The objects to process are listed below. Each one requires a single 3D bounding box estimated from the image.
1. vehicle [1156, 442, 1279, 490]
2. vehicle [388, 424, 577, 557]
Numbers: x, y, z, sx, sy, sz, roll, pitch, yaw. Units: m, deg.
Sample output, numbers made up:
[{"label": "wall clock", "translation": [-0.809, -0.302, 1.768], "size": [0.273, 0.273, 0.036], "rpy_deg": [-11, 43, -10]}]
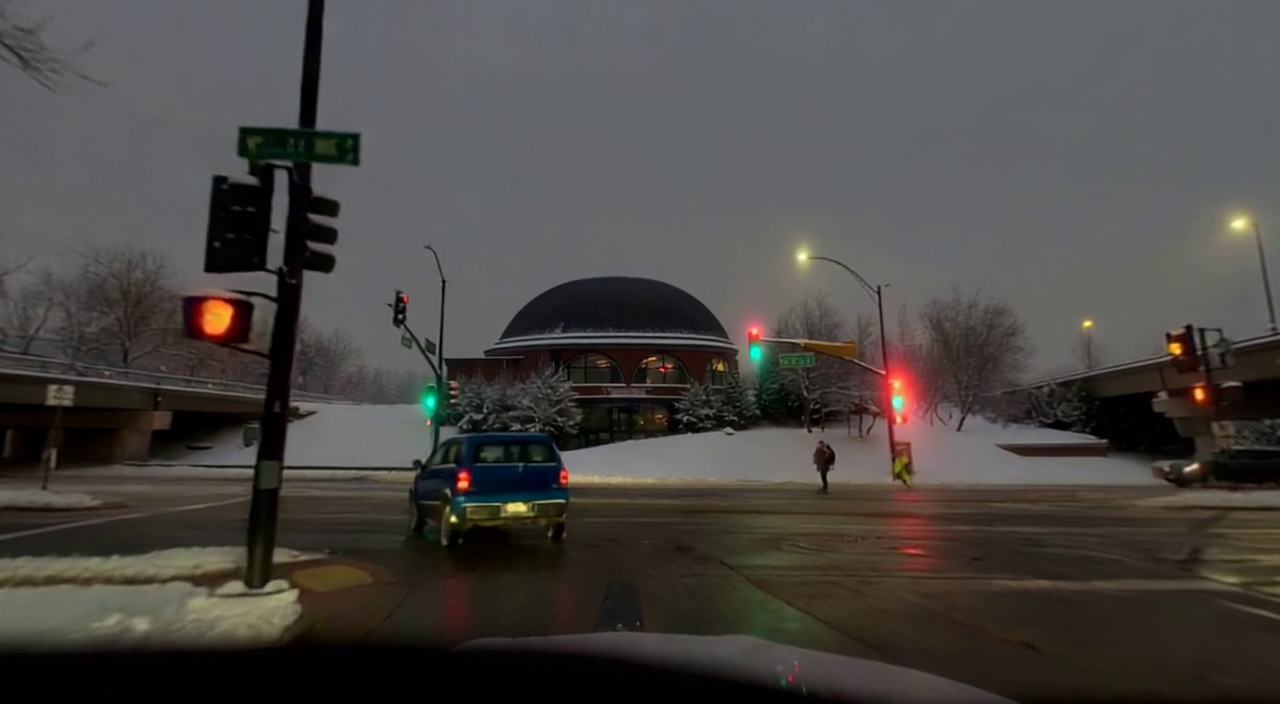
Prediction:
[{"label": "vehicle", "translation": [22.432, 4.253, 23.631], "size": [4.345, 1.672, 1.973], "rpy_deg": [0, -9, 1]}, {"label": "vehicle", "translation": [-2.606, 1.995, 9.747], "size": [1.976, 1.584, 3.772], "rpy_deg": [5, -10, -27]}]
